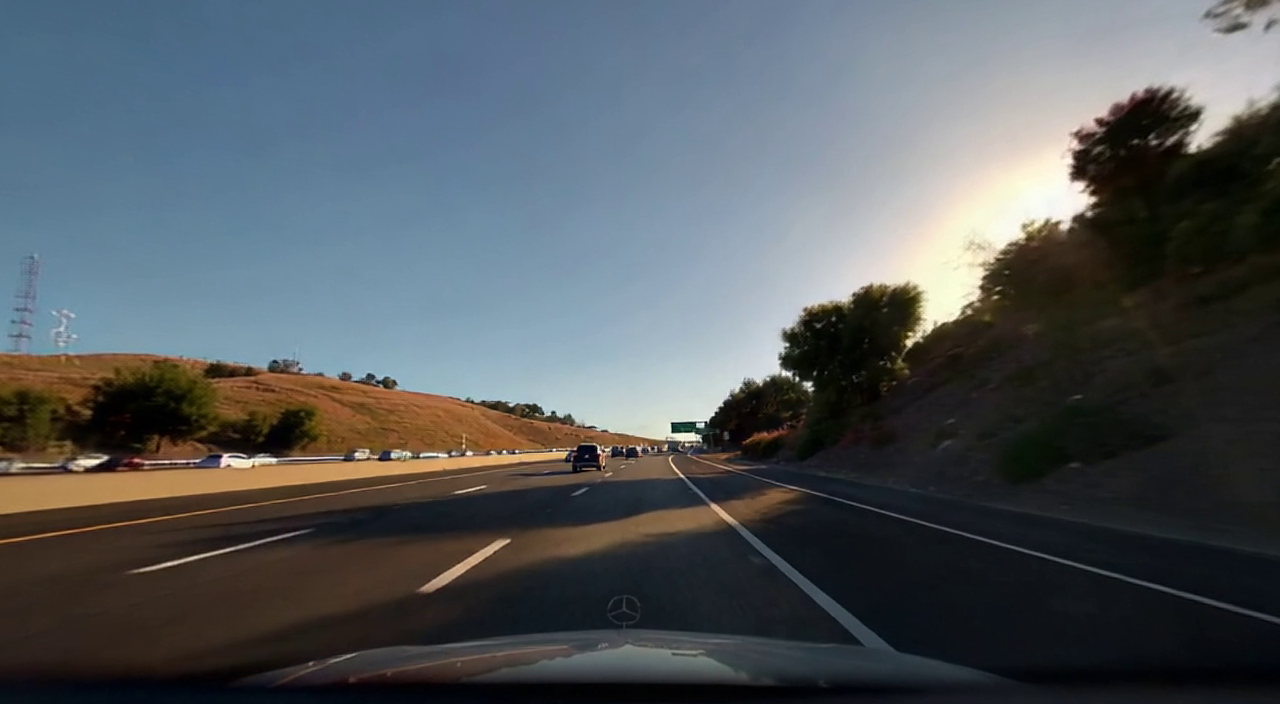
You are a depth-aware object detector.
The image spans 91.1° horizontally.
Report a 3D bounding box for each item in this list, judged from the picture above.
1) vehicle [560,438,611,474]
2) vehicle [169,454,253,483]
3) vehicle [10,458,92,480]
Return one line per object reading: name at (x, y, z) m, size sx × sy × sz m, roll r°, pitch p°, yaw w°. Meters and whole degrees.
vehicle at (-3.107, 6.072, 36.880) m, size 2.413 × 1.896 × 5.218 m, roll -1°, pitch -9°, yaw 1°
vehicle at (-27.190, 7.387, 40.032) m, size 2.016 × 1.671 × 4.537 m, roll -1°, pitch -9°, yaw 2°
vehicle at (-46.646, 9.245, 49.889) m, size 1.860 × 1.513 × 4.698 m, roll -1°, pitch -9°, yaw 2°
